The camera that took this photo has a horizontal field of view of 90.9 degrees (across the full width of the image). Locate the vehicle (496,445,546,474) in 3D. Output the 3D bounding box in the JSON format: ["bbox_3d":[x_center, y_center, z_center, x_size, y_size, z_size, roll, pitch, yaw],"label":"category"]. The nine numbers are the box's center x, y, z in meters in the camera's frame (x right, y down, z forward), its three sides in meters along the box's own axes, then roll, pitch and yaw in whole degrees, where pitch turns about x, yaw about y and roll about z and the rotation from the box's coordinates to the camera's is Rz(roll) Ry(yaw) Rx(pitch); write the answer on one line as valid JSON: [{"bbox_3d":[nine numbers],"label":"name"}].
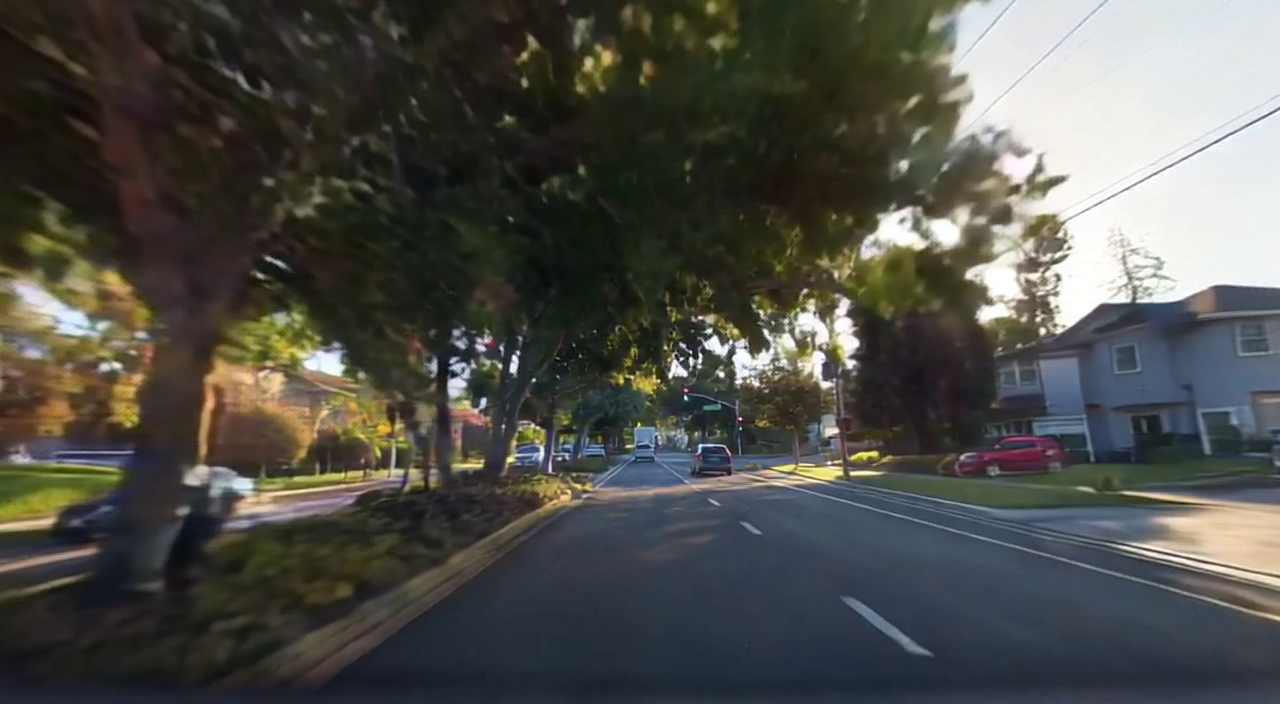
[{"bbox_3d":[-7.210,6.567,38.679,2.126,1.645,4.493,0,-8,1],"label":"vehicle"}]

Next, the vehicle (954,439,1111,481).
[{"bbox_3d":[14.812,4.064,23.937,4.838,1.474,1.873,1,-8,-6],"label":"vehicle"}]

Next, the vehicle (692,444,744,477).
[{"bbox_3d":[3.756,5.301,31.074,1.951,1.479,4.487,0,-8,-1],"label":"vehicle"}]

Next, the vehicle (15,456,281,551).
[{"bbox_3d":[-10.158,3.099,13.656,2.032,1.452,4.656,-2,-7,0],"label":"vehicle"}]
